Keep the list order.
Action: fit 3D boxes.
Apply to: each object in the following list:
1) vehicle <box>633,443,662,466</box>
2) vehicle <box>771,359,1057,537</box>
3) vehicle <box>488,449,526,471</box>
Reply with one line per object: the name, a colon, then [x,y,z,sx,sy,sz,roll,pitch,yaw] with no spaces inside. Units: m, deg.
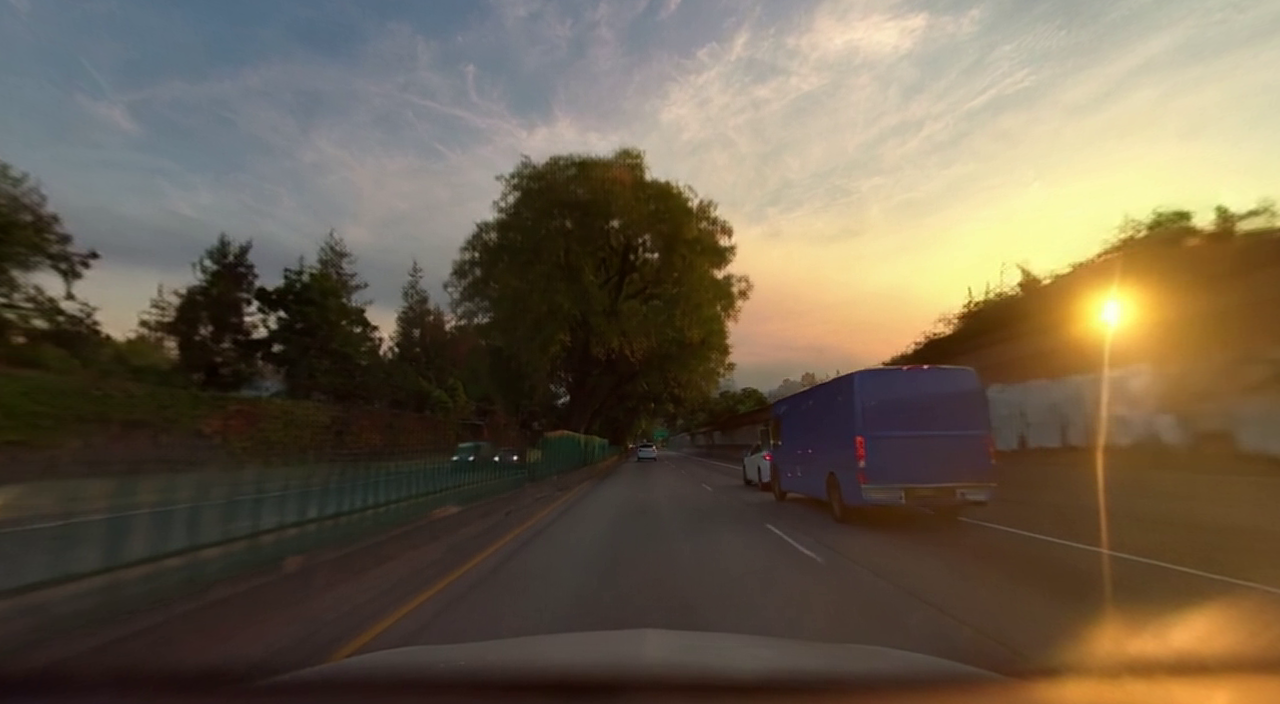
vehicle: [0.562,7.526,46.301,2.030,1.572,4.067,0,-8,0]
vehicle: [4.830,1.939,13.005,2.712,2.659,6.992,0,-8,0]
vehicle: [-9.772,7.962,46.411,1.914,1.495,3.809,0,-8,0]
